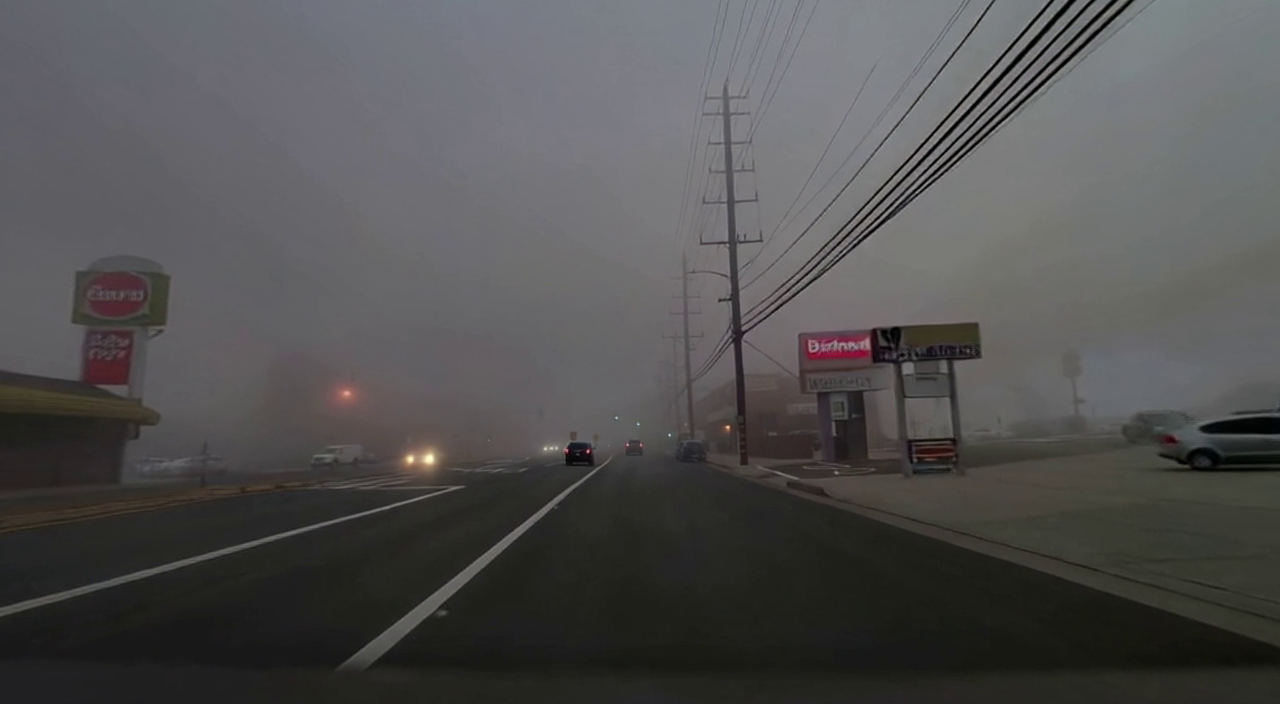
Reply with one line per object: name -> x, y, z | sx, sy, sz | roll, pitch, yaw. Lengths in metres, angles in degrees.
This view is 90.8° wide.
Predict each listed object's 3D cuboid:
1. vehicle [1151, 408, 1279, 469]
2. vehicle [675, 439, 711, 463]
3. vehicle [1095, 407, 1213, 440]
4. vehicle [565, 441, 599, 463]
vehicle -> 16.347, 2.222, 16.152 | 2.150, 1.463, 4.524 | 5, -10, -33
vehicle -> 3.492, 6.701, 42.737 | 1.922, 1.507, 4.824 | 0, -9, -1
vehicle -> 33.570, 4.782, 41.479 | 2.071, 1.958, 5.485 | 4, -10, -27
vehicle -> -4.292, 7.537, 47.721 | 2.179, 1.490, 4.742 | 0, -9, -1
